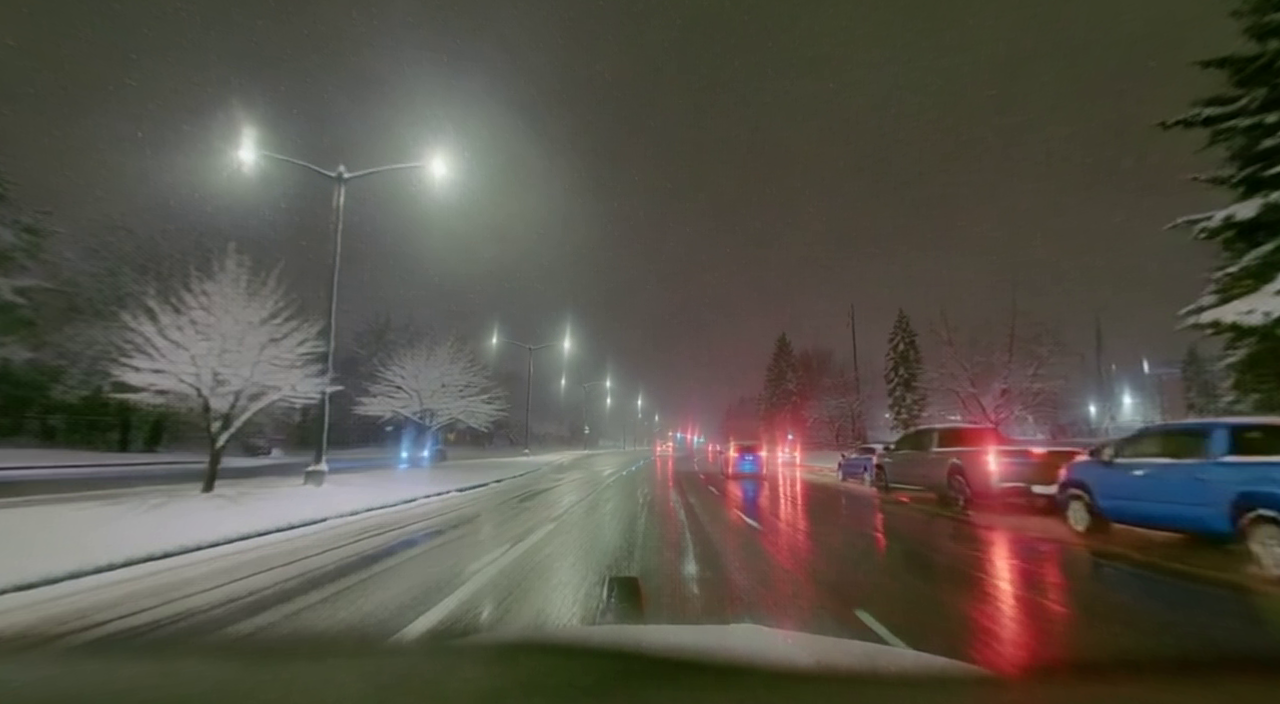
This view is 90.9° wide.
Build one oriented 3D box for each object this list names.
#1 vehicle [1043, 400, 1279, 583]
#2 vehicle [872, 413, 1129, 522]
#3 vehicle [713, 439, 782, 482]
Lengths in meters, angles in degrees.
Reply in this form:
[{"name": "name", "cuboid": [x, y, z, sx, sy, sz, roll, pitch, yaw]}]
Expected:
[{"name": "vehicle", "cuboid": [7.415, 1.565, 7.518, 2.104, 1.801, 4.628, 0, -8, 0]}, {"name": "vehicle", "cuboid": [7.905, 2.636, 15.033, 2.410, 1.997, 6.477, 0, -8, 1]}, {"name": "vehicle", "cuboid": [4.128, 4.239, 24.900, 1.981, 1.499, 4.536, 0, -8, 1]}]
